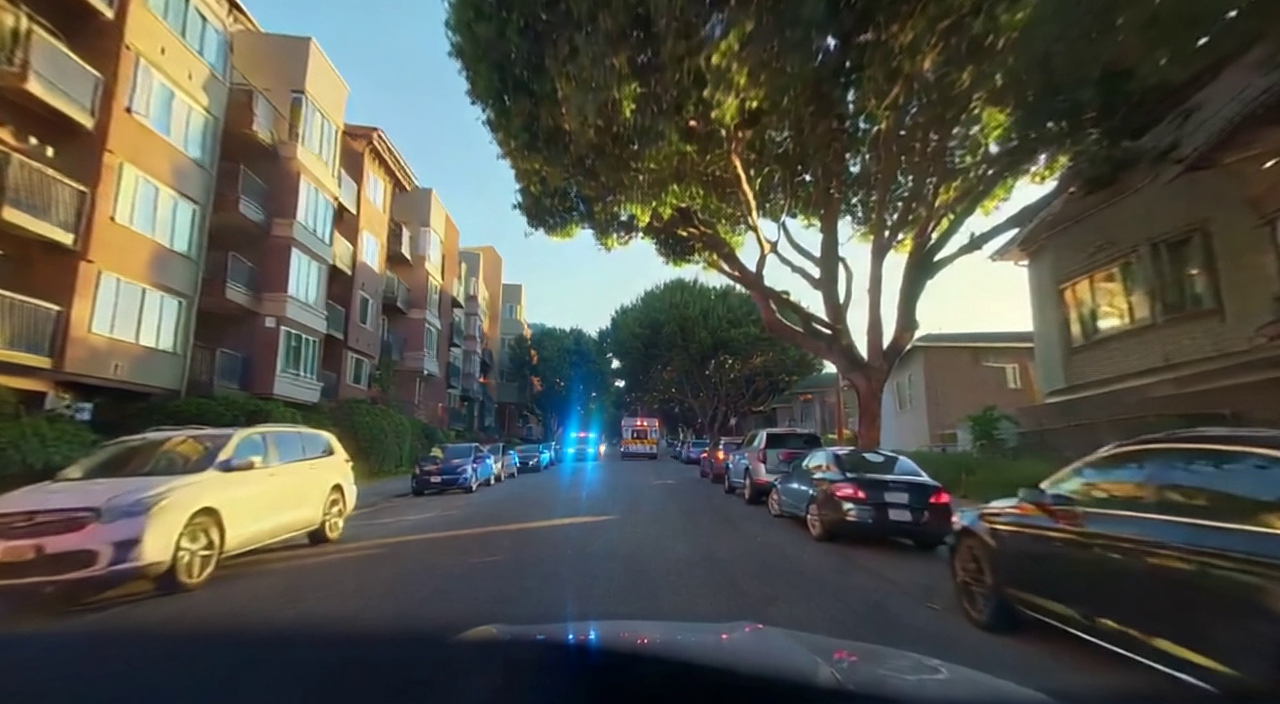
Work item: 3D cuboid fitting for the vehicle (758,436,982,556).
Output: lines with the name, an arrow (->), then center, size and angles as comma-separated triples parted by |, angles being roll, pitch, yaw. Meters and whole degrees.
vehicle -> 3.293, 2.113, 10.143 | 1.913, 1.434, 4.408 | 2, -8, -1

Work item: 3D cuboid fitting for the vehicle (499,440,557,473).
vehicle -> -5.394, 5.083, 30.998 | 2.047, 1.471, 4.647 | 0, -8, 0

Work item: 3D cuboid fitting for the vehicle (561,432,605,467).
vehicle -> -3.080, 5.399, 35.056 | 2.029, 1.802, 4.229 | 0, -8, 1

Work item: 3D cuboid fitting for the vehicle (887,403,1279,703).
vehicle -> 3.425, 1.109, 3.409 | 2.102, 1.515, 4.990 | 0, -8, -1

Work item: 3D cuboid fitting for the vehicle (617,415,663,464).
vehicle -> -0.123, 6.028, 43.442 | 2.754, 3.008, 7.730 | 1, -8, -3

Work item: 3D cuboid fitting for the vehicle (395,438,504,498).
vehicle -> -5.483, 3.361, 18.806 | 1.921, 1.482, 4.280 | -2, -8, 0

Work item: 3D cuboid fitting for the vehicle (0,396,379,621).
vehicle -> -5.344, 1.617, 7.720 | 2.131, 1.821, 4.976 | 0, -8, 1
